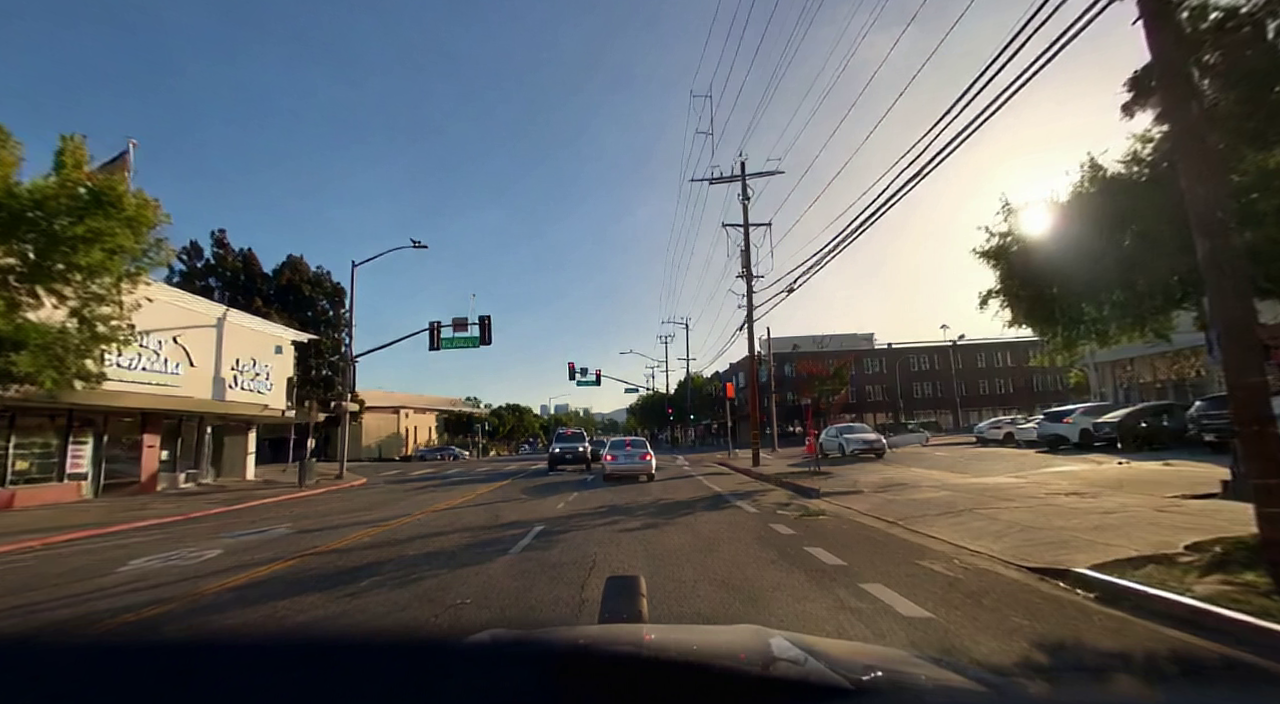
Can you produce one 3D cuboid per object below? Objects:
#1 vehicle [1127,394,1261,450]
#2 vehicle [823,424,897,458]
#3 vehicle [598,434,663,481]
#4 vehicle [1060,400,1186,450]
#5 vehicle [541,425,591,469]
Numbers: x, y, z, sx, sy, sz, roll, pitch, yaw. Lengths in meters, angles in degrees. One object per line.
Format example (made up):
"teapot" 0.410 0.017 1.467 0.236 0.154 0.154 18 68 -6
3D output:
"vehicle" 18.760 2.425 21.365 3.791 1.720 1.992 4 -9 -27
"vehicle" 10.139 4.162 29.458 1.888 1.455 4.268 0 -8 0
"vehicle" -0.394 3.651 22.134 2.070 1.481 4.216 0 -8 -3
"vehicle" 18.331 2.815 23.942 4.206 1.722 2.100 4 -9 -28
"vehicle" -3.465 4.429 29.430 2.106 1.852 4.512 1 -8 -7
